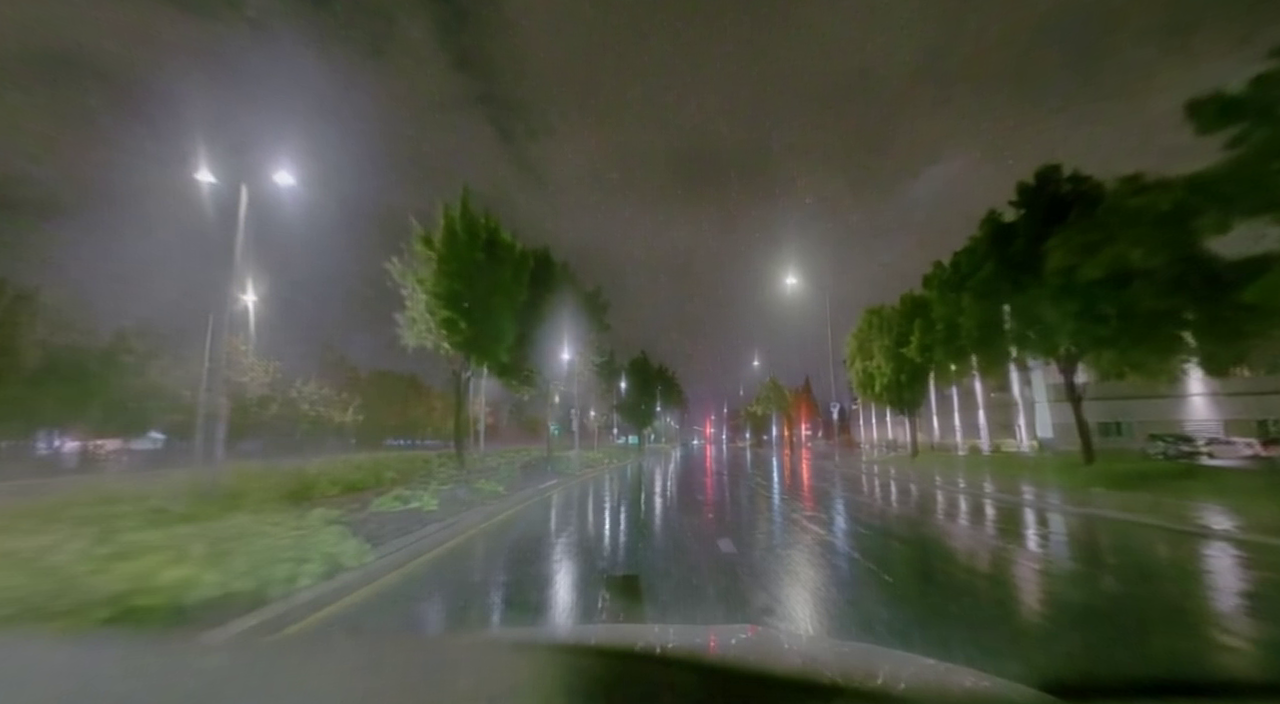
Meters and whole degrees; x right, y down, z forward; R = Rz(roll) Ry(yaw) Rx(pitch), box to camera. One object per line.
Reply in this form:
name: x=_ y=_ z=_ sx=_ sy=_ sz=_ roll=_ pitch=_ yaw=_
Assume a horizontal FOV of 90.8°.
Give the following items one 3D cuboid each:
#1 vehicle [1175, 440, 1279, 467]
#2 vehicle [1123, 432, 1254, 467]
vehicle: x=32.097 y=5.507 z=34.356 sx=4.271 sy=1.433 sz=1.822 roll=0 pitch=-9 yaw=1
vehicle: x=32.614 y=5.815 z=37.713 sx=5.608 sy=2.033 sz=2.152 roll=-1 pitch=-9 yaw=3
